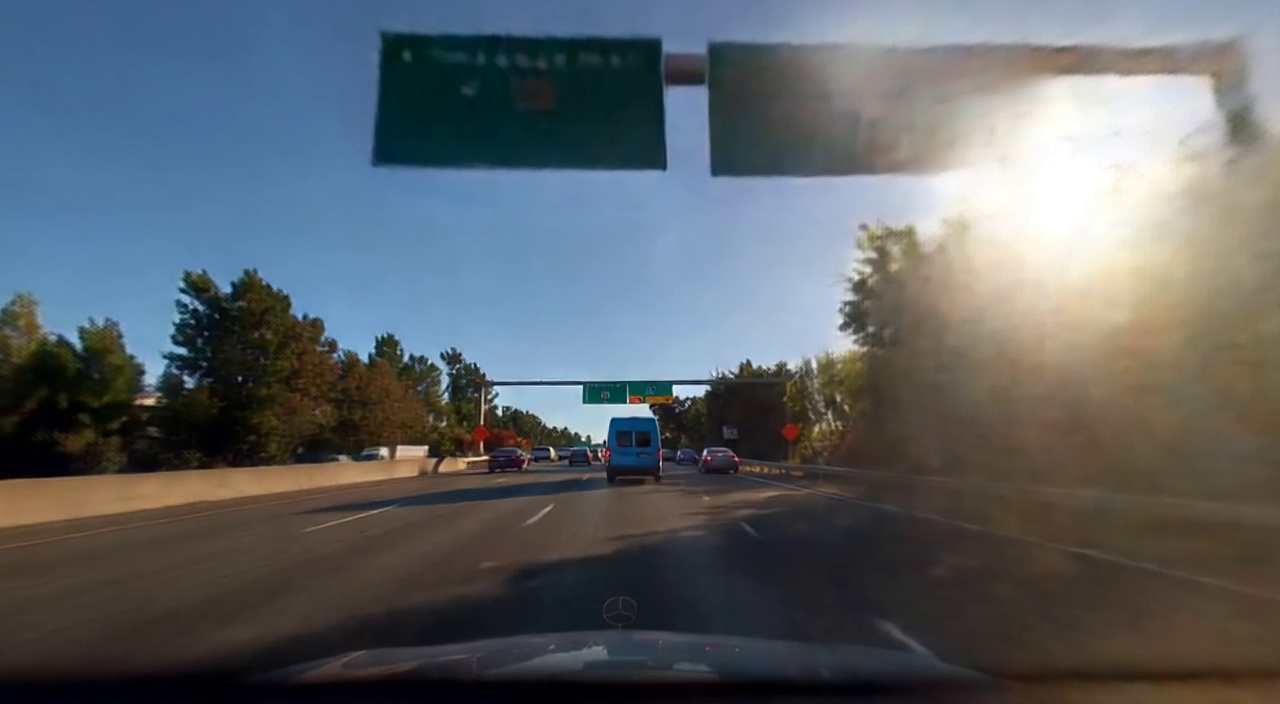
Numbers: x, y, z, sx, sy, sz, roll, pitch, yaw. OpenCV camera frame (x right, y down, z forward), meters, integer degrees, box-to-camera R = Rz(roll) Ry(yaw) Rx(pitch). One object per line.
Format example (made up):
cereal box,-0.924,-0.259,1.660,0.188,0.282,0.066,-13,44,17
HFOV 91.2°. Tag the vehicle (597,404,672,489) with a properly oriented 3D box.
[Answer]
vehicle,-0.232,3.252,21.647,2.268,2.551,5.144,0,-9,-1

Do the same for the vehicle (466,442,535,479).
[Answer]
vehicle,-6.141,4.838,28.171,2.003,1.498,4.386,-1,-9,1

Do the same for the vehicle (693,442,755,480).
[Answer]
vehicle,3.563,4.719,27.410,2.015,1.491,4.732,0,-9,-1
